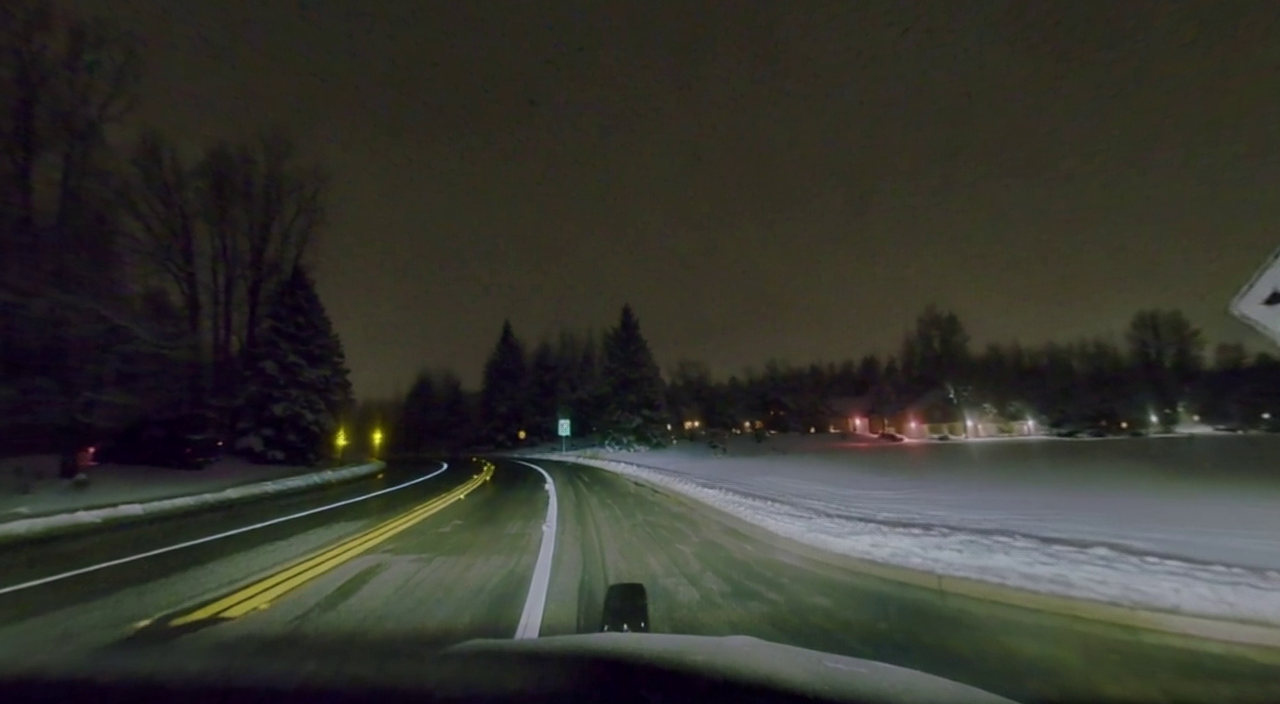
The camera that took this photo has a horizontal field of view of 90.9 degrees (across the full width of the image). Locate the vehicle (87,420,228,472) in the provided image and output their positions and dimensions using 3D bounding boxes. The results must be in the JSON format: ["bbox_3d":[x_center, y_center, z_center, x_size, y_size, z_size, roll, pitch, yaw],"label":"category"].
[{"bbox_3d":[-19.764,3.860,25.860,4.699,1.996,2.116,-3,-9,17],"label":"vehicle"}]
